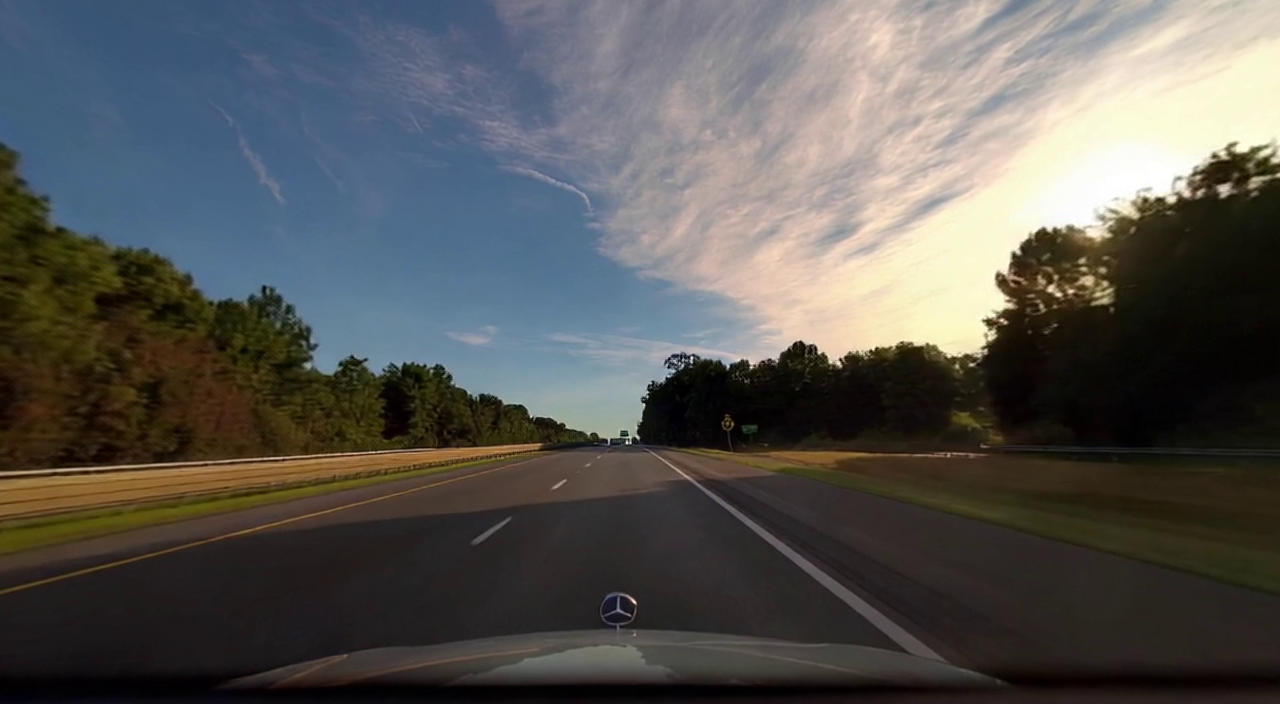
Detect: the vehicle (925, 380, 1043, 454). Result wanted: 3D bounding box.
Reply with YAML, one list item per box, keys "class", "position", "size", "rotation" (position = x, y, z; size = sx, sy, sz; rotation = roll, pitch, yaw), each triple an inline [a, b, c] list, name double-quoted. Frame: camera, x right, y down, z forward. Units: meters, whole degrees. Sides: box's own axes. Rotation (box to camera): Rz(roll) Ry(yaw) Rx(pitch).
- class: "vehicle"
  position: [20.073, 3.920, 37.269]
  size: [2.963, 3.988, 5.894]
  rotation: [1, -8, -7]
